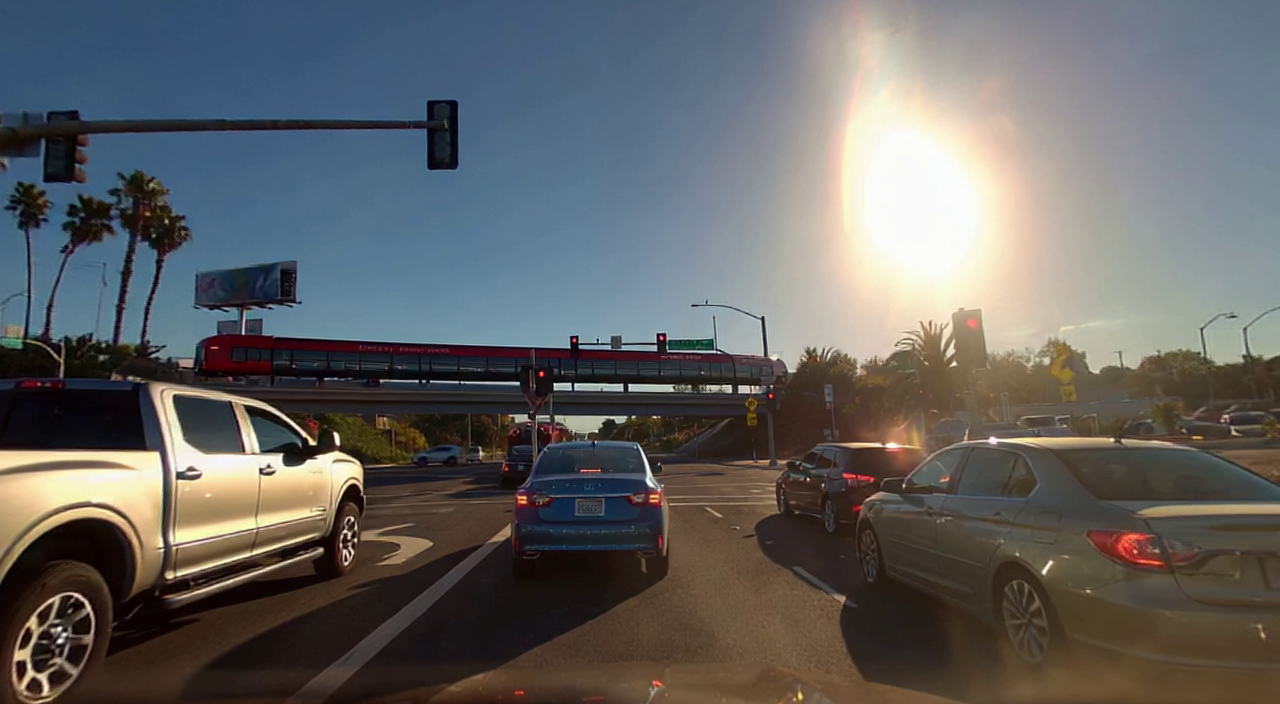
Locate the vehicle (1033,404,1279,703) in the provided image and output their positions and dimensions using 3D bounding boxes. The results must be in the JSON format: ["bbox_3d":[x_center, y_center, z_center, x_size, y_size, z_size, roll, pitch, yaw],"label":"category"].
[{"bbox_3d":[3.879,0.893,2.199,2.052,1.496,4.541,0,-9,0],"label":"vehicle"}]

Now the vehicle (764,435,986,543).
[{"bbox_3d":[3.679,2.217,10.961,1.965,1.448,4.486,0,-9,-2],"label":"vehicle"}]

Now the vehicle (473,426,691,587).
[{"bbox_3d":[-0.646,1.760,8.057,2.035,1.491,4.090,0,-9,-3],"label":"vehicle"}]

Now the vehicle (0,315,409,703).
[{"bbox_3d":[-3.843,1.105,4.941,2.078,1.838,5.448,0,-9,-1],"label":"vehicle"}]

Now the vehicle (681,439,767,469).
[{"bbox_3d":[4.165,5.142,31.977,1.878,1.428,4.416,5,-10,-32],"label":"vehicle"}]
